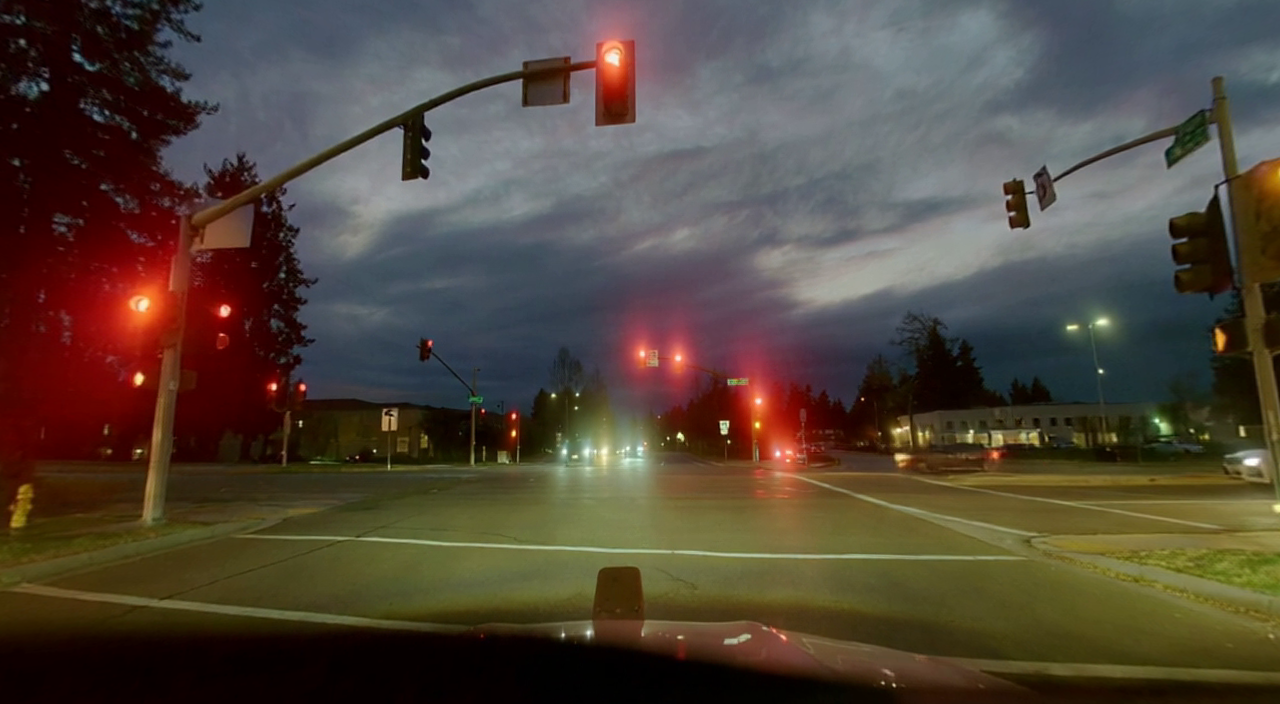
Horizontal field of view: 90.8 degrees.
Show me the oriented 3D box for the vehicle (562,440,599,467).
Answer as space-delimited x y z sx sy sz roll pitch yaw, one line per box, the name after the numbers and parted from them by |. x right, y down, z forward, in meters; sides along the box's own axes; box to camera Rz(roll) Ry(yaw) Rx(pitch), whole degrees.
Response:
-4.106 7.106 44.320 2.251 1.756 4.610 0 -9 -2 | vehicle

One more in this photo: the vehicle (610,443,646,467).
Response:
-0.852 6.831 42.006 2.056 1.492 3.937 1 -9 -6 | vehicle

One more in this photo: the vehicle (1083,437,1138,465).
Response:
26.970 5.658 36.148 2.092 1.474 4.046 -8 -11 41 | vehicle

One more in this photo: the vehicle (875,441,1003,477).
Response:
12.636 4.552 27.031 4.628 1.414 1.897 -3 -9 17 | vehicle
